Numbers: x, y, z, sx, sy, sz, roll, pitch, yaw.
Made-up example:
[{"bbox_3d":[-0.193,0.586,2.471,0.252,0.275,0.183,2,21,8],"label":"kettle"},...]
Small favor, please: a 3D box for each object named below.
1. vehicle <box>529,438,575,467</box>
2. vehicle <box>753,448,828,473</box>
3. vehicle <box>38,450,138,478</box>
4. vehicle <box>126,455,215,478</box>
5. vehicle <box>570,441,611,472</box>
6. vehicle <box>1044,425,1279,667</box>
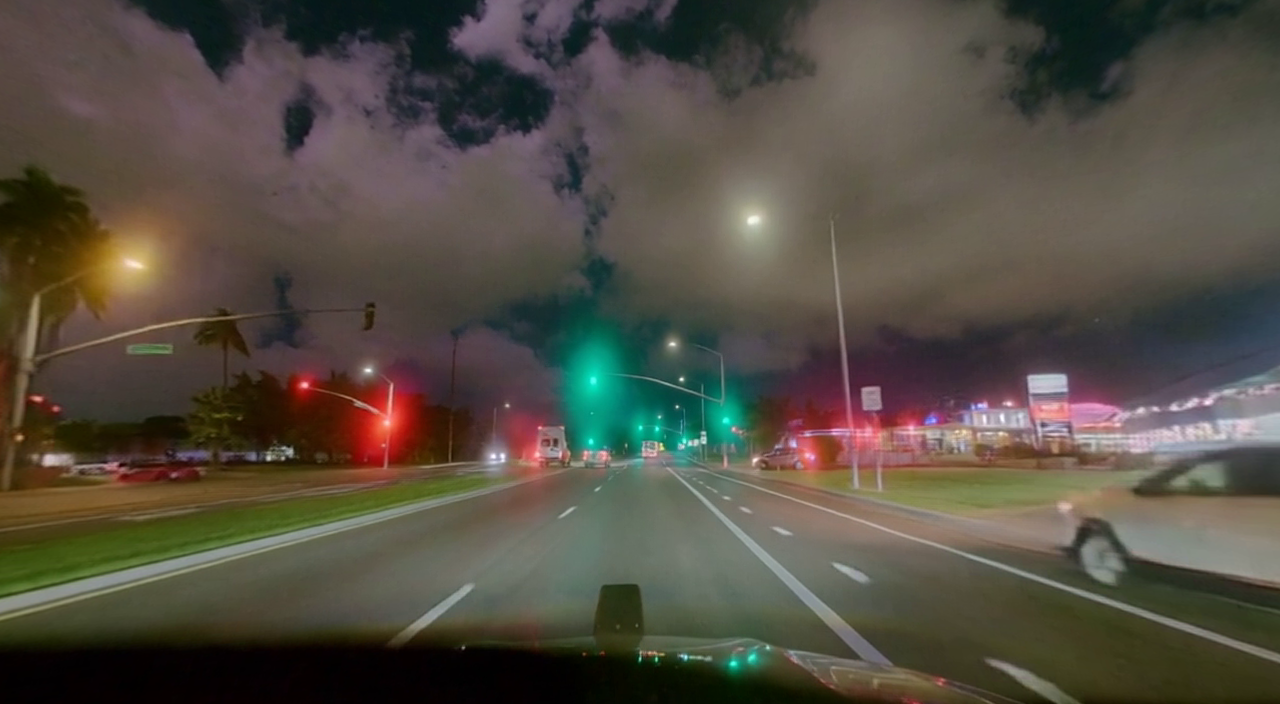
[{"bbox_3d":[-6.513,7.566,47.422,2.457,2.010,6.330,0,-9,1],"label":"vehicle"},{"bbox_3d":[9.590,6.944,40.497,4.509,1.520,1.952,-1,-9,10],"label":"vehicle"},{"bbox_3d":[-39.724,8.038,45.422,5.006,1.941,2.056,1,-9,-4],"label":"vehicle"},{"bbox_3d":[-34.090,8.330,45.817,4.808,1.529,1.979,1,-9,-3],"label":"vehicle"},{"bbox_3d":[-3.080,6.636,40.192,2.116,1.806,4.516,0,-9,2],"label":"vehicle"},{"bbox_3d":[5.035,1.242,4.077,1.994,1.507,4.173,0,-9,-1],"label":"vehicle"}]
